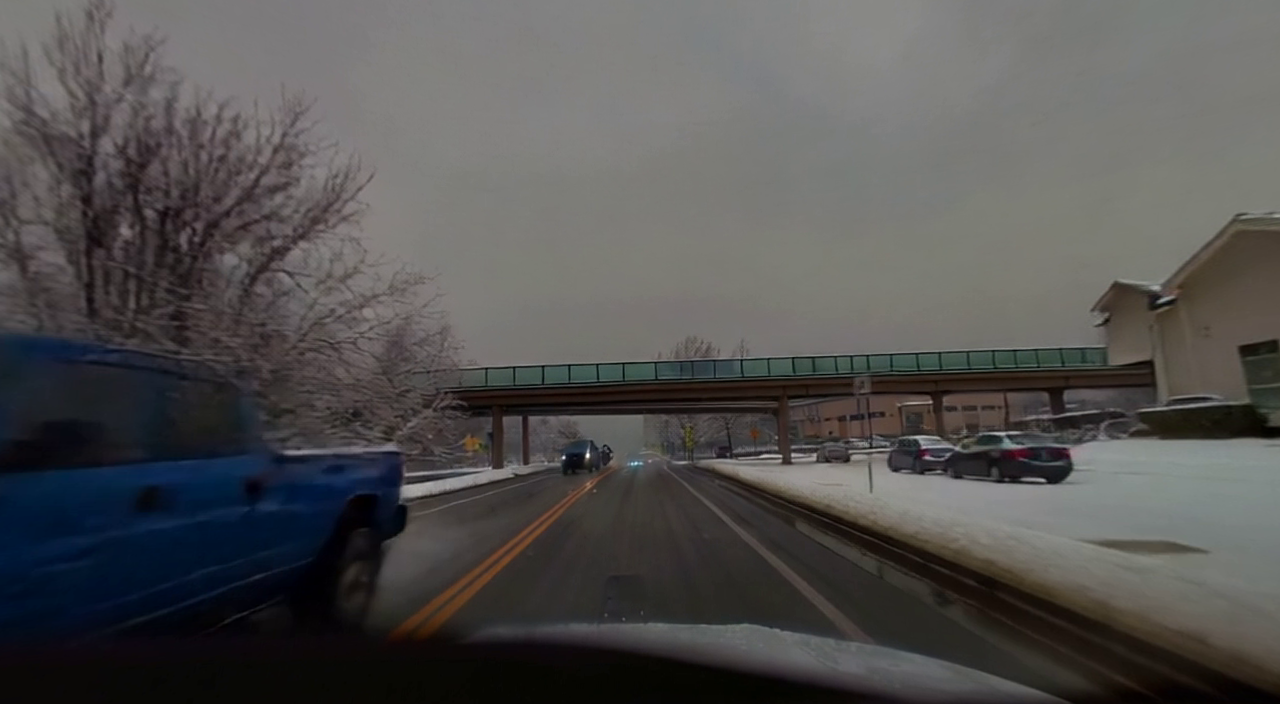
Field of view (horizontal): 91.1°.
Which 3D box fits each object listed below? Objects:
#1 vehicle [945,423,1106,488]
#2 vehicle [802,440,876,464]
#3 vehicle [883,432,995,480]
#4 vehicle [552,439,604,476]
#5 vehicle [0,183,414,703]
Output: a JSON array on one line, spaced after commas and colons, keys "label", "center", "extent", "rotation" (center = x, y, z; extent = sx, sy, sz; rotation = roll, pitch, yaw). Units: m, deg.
[{"label": "vehicle", "center": [11.651, 3.162, 19.444], "extent": [2.051, 1.534, 4.466], "rotation": [-7, -9, 0]}, {"label": "vehicle", "center": [14.442, 7.244, 45.720], "extent": [2.078, 1.523, 4.760], "rotation": [1, -7, -34]}, {"label": "vehicle", "center": [11.685, 4.085, 24.949], "extent": [2.189, 1.510, 4.458], "rotation": [-6, -8, 0]}, {"label": "vehicle", "center": [-3.746, 6.484, 38.983], "extent": [2.468, 1.993, 5.840], "rotation": [-3, -9, 1]}, {"label": "vehicle", "center": [-3.798, 0.736, 3.039], "extent": [2.967, 2.369, 6.635], "rotation": [-2, -9, 0]}]
